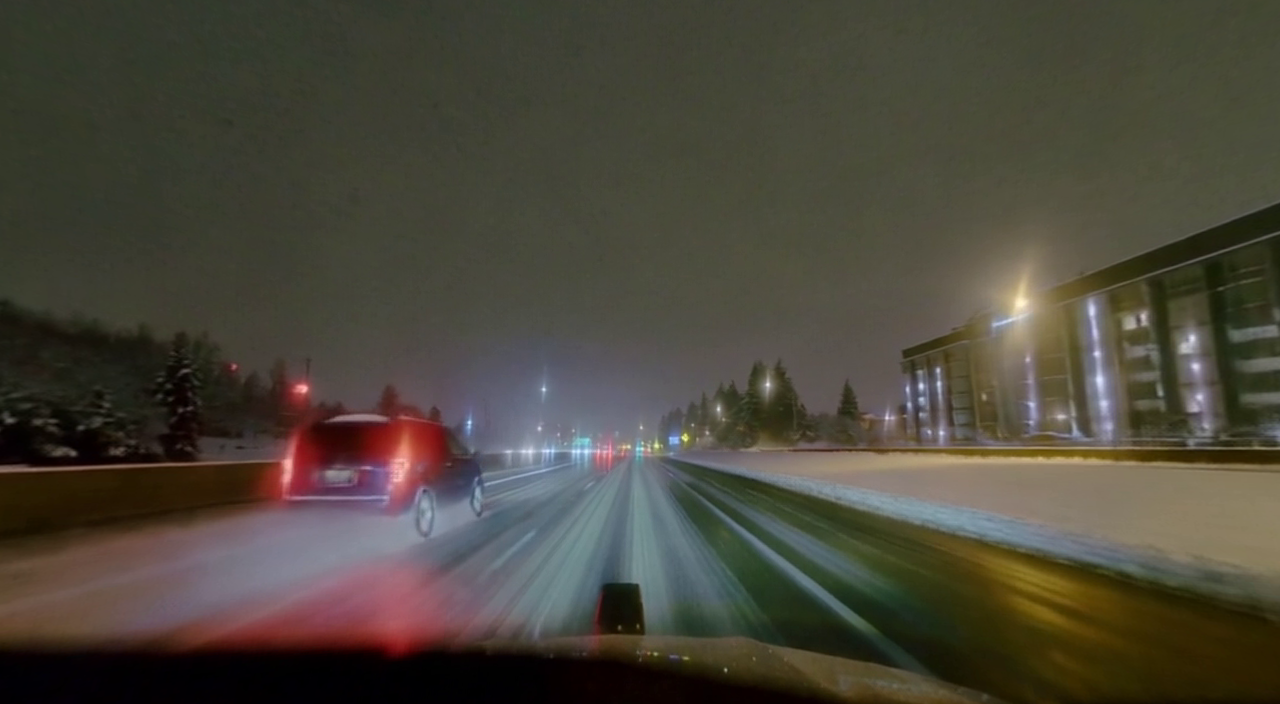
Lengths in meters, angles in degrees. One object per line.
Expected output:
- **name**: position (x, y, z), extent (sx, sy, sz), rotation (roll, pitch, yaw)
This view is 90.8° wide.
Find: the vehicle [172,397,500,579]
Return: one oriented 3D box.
- **vehicle**: position (-3.638, 1.745, 8.918), extent (2.145, 1.828, 4.867), rotation (0, -8, 1)
